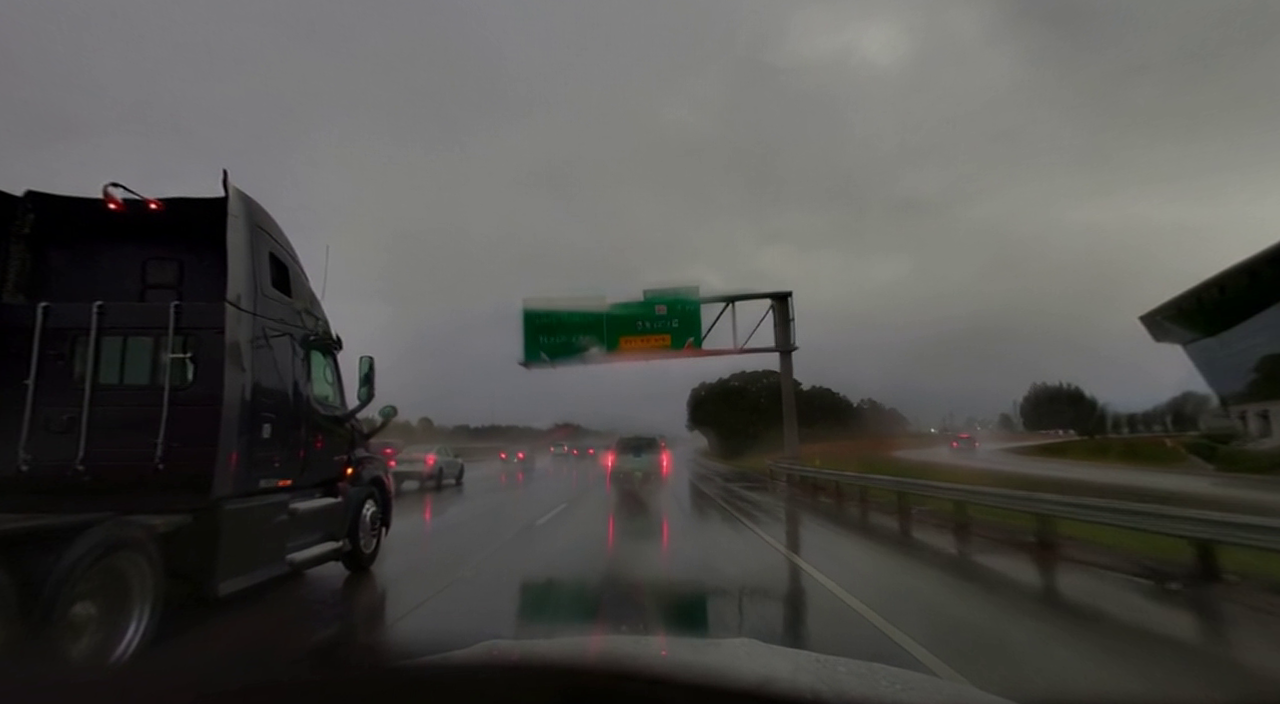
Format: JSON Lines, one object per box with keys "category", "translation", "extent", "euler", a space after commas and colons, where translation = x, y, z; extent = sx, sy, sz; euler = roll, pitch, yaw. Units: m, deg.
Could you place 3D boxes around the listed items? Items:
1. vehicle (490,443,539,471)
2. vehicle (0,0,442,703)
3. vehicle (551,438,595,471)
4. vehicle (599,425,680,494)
{"category": "vehicle", "translation": [-7.185, 6.053, 36.562], "extent": [1.869, 1.466, 4.217], "euler": [0, -9, 1]}
{"category": "vehicle", "translation": [-3.810, -0.418, 2.589], "extent": [2.990, 3.885, 8.540], "euler": [0, -9, 1]}
{"category": "vehicle", "translation": [-3.591, 5.567, 34.484], "extent": [1.952, 1.649, 4.131], "euler": [0, -9, 1]}
{"category": "vehicle", "translation": [0.005, 3.138, 18.664], "extent": [2.152, 1.779, 3.924], "euler": [0, -9, 1]}
